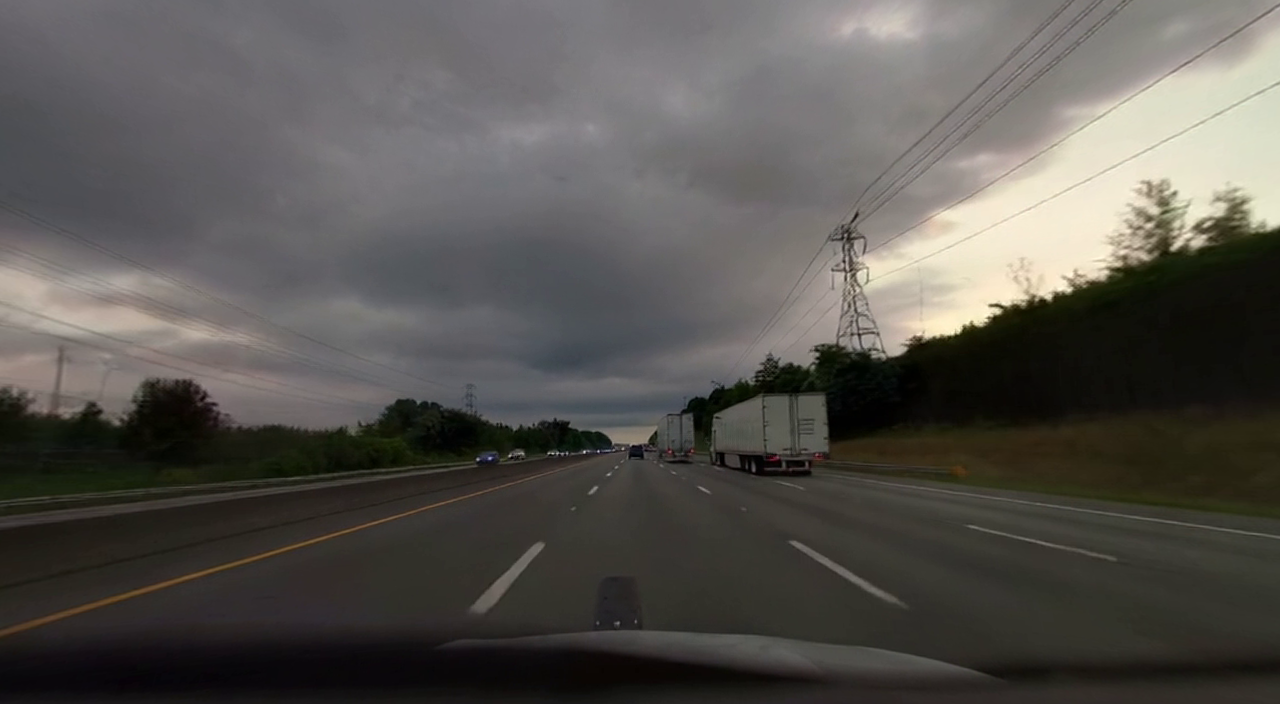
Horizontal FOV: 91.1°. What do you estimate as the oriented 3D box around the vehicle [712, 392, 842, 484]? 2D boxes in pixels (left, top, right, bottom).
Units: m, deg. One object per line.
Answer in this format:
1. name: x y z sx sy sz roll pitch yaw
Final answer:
1. vehicle: 7.202 5.186 37.120 3.400 4.134 17.388 0 -9 -1
